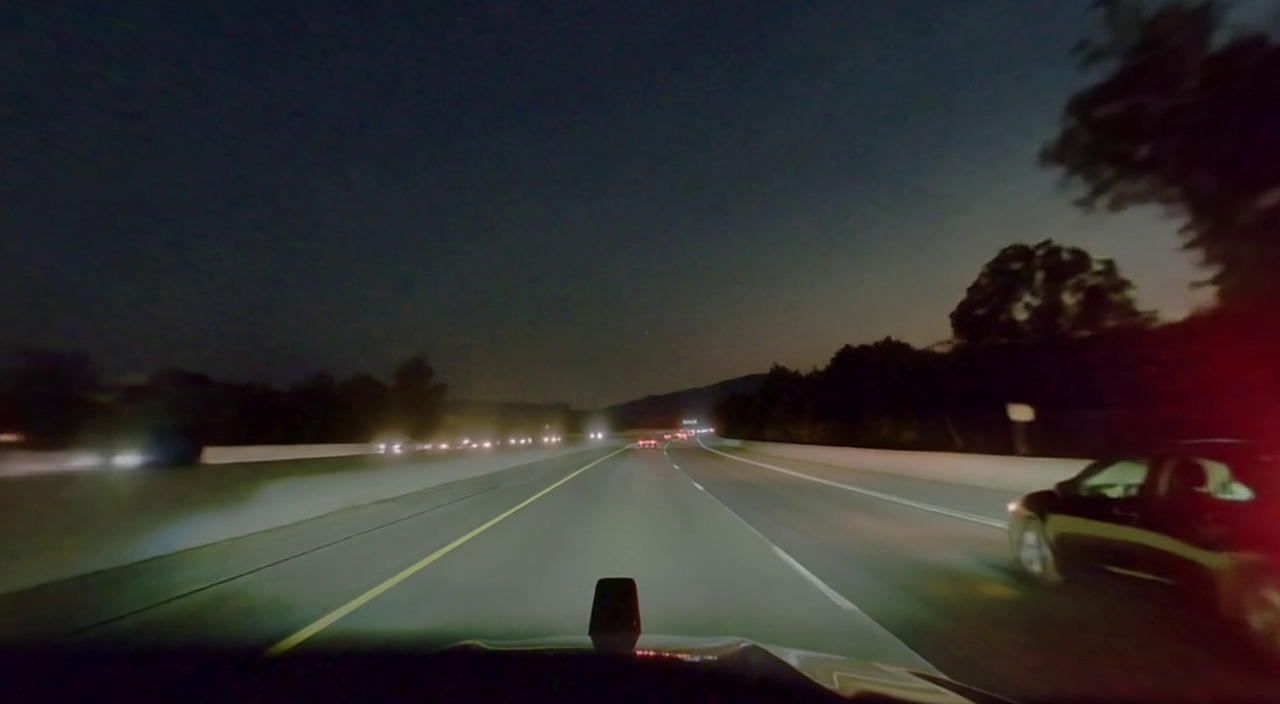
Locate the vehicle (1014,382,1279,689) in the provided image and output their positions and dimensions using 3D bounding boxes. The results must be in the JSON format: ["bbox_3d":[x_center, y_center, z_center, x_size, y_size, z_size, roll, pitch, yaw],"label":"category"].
[{"bbox_3d":[4.170,0.973,3.514,1.834,1.548,3.651,0,-8,-1],"label":"vehicle"}]

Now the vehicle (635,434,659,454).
[{"bbox_3d":[0.504,7.057,48.460,1.771,1.480,3.781,0,-8,0],"label":"vehicle"}]
